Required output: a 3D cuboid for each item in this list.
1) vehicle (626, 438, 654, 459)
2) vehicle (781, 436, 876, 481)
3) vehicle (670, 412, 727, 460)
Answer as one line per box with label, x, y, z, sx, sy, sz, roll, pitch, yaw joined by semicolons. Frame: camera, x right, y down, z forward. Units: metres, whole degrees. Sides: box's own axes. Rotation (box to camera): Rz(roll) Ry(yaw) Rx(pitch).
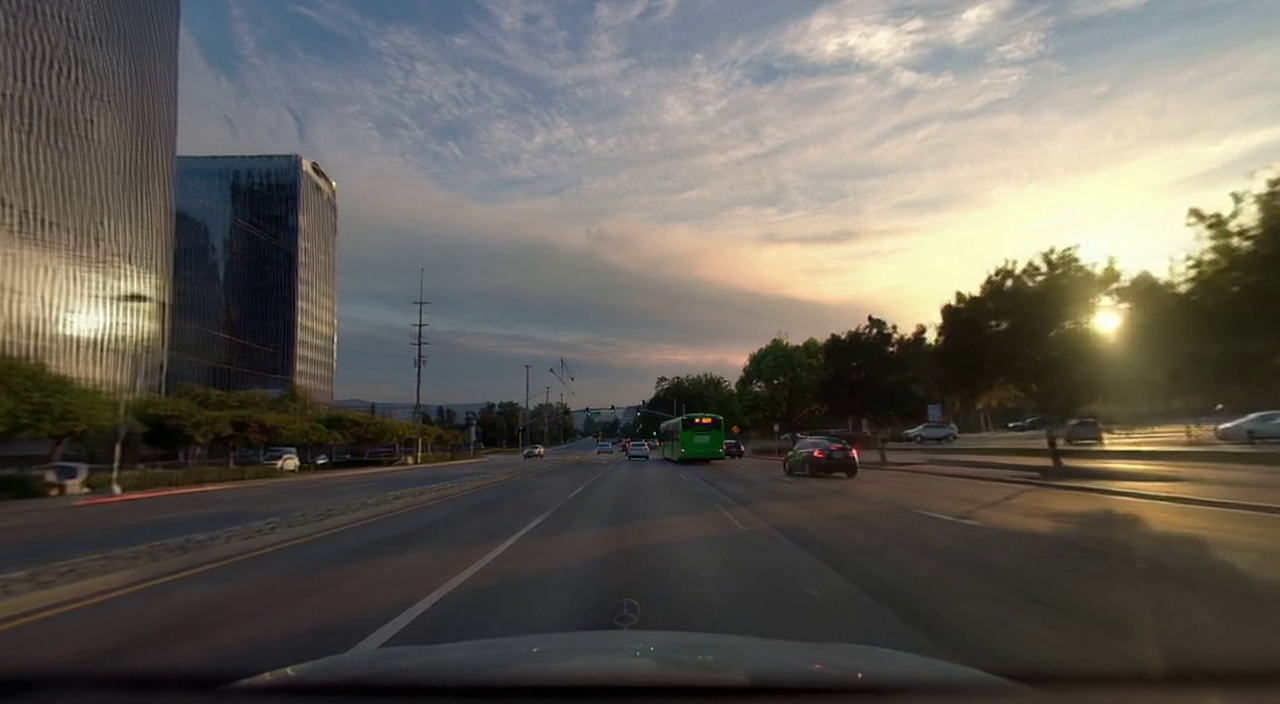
vehicle;-0.008;7.569;49.502;2.145;1.572;4.021;0;-9;0
vehicle;6.706;3.838;22.997;1.992;1.447;4.414;0;-9;-1
vehicle;4.380;6.662;49.525;2.760;3.325;9.045;1;-9;-6
